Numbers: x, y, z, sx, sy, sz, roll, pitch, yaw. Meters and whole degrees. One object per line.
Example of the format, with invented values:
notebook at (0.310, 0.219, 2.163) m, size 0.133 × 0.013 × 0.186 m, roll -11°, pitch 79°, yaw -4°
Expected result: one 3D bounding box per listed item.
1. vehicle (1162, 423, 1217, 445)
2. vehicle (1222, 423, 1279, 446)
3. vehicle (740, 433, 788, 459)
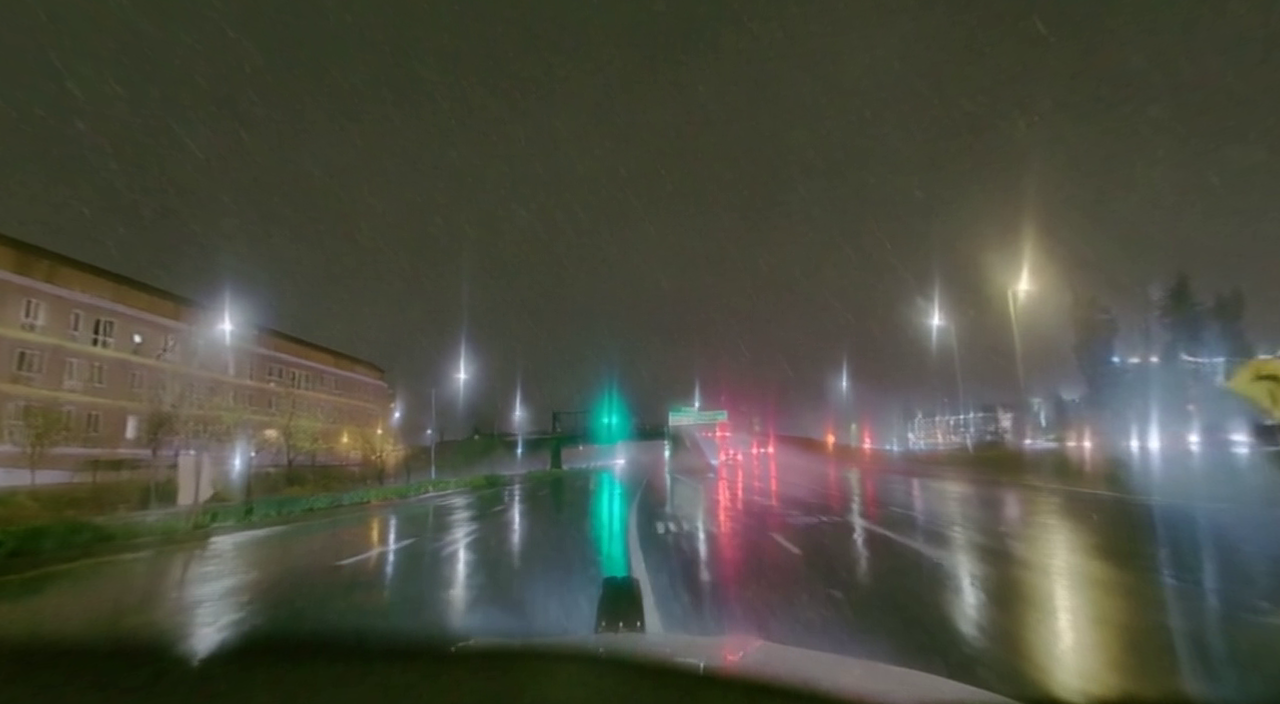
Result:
vehicle at (42.566, 6.386, 48.922) m, size 3.934 × 1.573 × 1.856 m, roll 5°, pitch -10°, yaw -29°
vehicle at (41.523, 5.516, 42.084) m, size 3.580 × 1.433 × 1.872 m, roll 0°, pitch -9°, yaw 0°
vehicle at (7.608, 5.803, 39.016) m, size 2.048 × 1.516 × 3.874 m, roll 0°, pitch -8°, yaw -2°
